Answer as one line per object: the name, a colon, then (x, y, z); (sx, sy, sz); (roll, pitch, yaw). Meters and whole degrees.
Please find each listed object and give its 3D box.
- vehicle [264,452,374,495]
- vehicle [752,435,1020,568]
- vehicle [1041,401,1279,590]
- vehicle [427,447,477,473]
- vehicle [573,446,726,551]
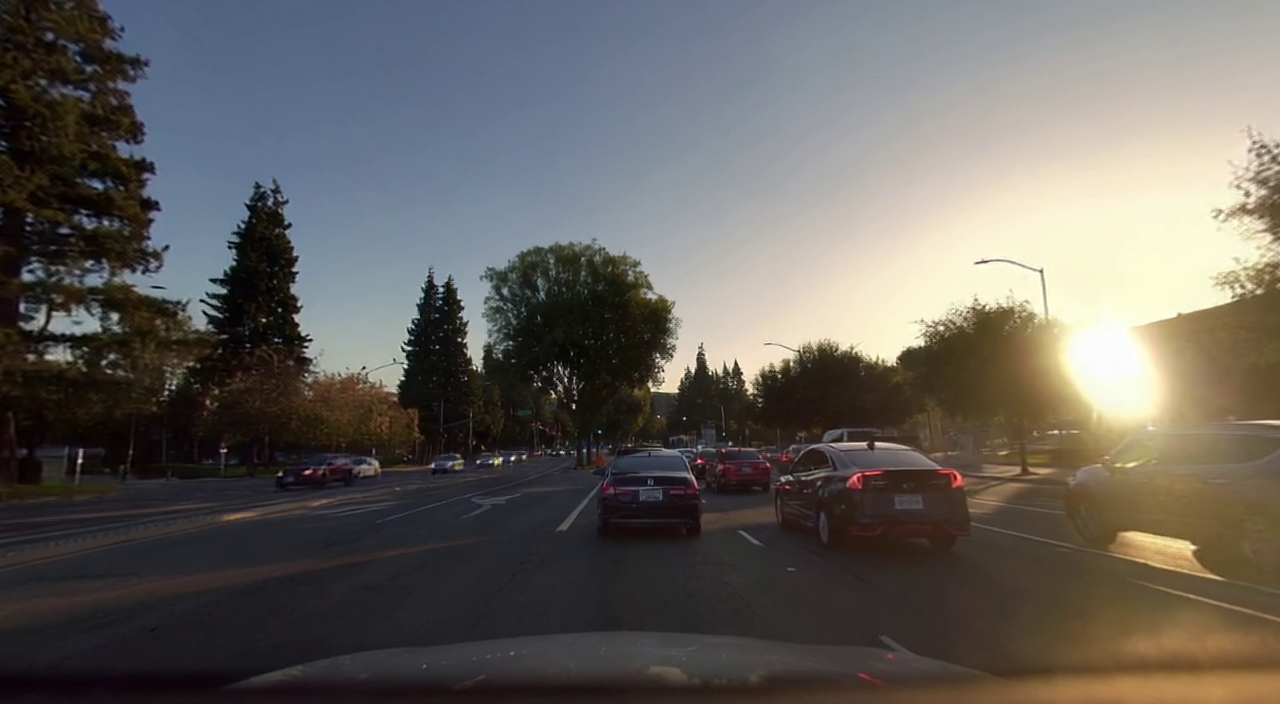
vehicle: (-12.308, 4.658, 24.604); (1.943, 1.467, 4.442); (0, -9, 0)
vehicle: (3.175, 2.033, 9.531); (1.970, 1.445, 4.974); (0, -9, -1)
vehicle: (6.924, 1.507, 7.024); (1.987, 1.730, 4.373); (0, -9, -1)
vehicle: (-12.464, 7.147, 42.111); (1.963, 1.649, 4.290); (0, -9, 0)
vehicle: (0.090, 2.228, 10.357); (1.990, 1.347, 4.067); (0, -9, -1)
